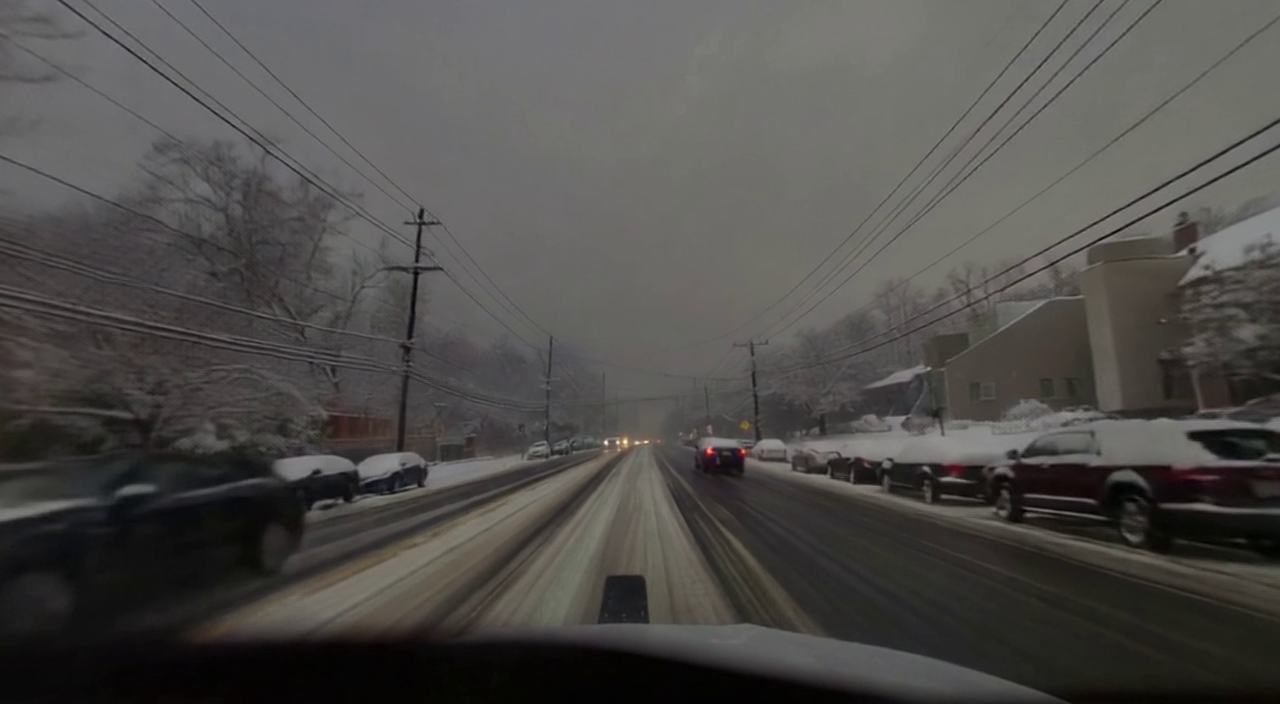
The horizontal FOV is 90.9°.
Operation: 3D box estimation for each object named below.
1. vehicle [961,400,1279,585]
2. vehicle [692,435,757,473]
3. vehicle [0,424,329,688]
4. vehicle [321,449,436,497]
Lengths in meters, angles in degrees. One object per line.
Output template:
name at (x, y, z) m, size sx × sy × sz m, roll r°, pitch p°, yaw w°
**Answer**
vehicle at (7.667, 1.910, 9.729) m, size 2.250 × 1.935 × 6.052 m, roll 0°, pitch -8°, yaw 0°
vehicle at (3.582, 4.420, 27.595) m, size 2.059 × 1.489 × 4.629 m, roll 0°, pitch -8°, yaw -1°
vehicle at (-4.881, 1.506, 5.639) m, size 2.010 × 1.588 × 4.186 m, roll 0°, pitch -8°, yaw 1°
vehicle at (-9.253, 4.280, 22.827) m, size 2.117 × 1.474 × 4.740 m, roll 0°, pitch -8°, yaw 0°
